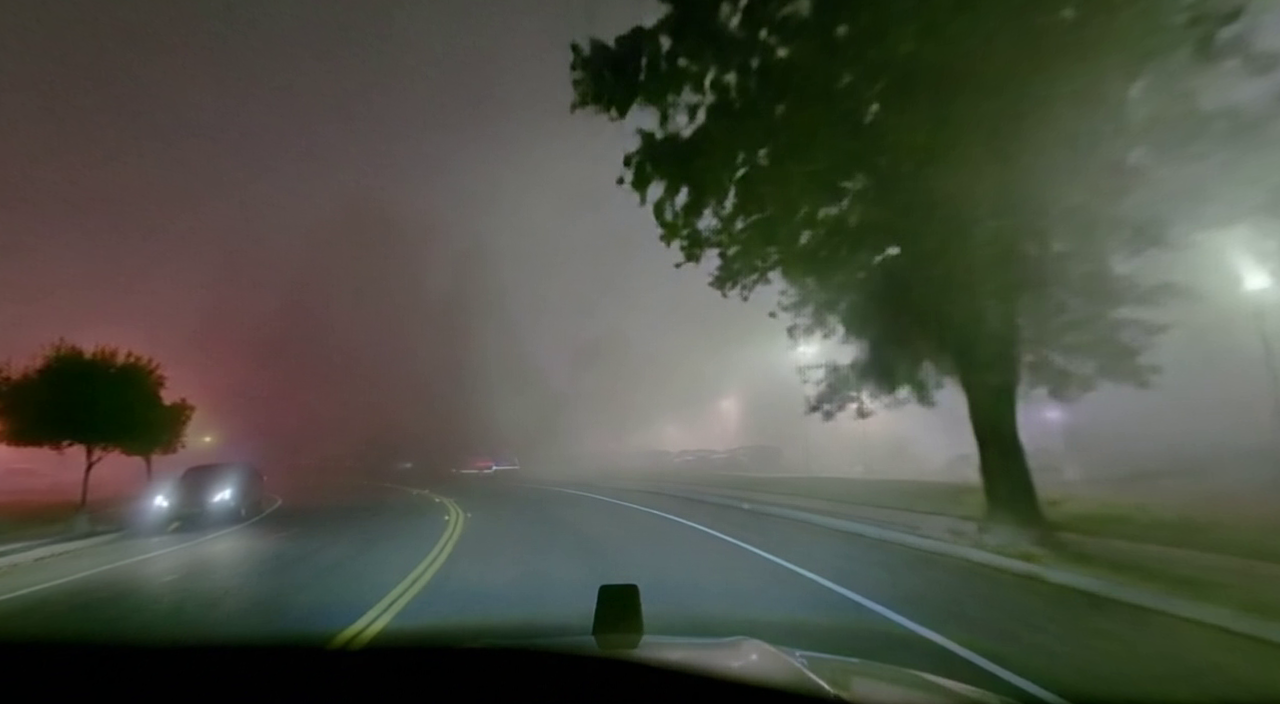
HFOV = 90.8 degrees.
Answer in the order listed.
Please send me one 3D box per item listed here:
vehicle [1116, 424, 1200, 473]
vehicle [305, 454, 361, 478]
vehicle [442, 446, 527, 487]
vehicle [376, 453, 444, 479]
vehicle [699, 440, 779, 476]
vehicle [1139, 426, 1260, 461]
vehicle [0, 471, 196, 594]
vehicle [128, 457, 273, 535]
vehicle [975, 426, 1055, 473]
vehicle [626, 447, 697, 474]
[{"bbox_3d":[18.406,3.400,22.396,3.526,1.412,1.647,4,-12,-43],"label":"vehicle"},{"bbox_3d":[-23.491,8.674,48.308,4.686,1.731,2.055,-7,-11,41],"label":"vehicle"},{"bbox_3d":[-8.285,5.975,33.372,2.042,1.817,5.202,7,-10,-42],"label":"vehicle"},{"bbox_3d":[-14.929,7.343,40.832,4.611,1.519,2.053,-7,-11,40],"label":"vehicle"},{"bbox_3d":[5.518,5.784,34.878,2.229,1.723,4.372,-7,-9,44],"label":"vehicle"},{"bbox_3d":[29.284,4.839,33.177,4.506,1.623,1.928,-10,-14,42],"label":"vehicle"},{"bbox_3d":[-8.606,2.219,7.288,2.772,1.161,7.241,-1,-7,-9],"label":"vehicle"},{"bbox_3d":[-11.286,3.641,16.678,2.206,1.537,4.946,0,-9,-24],"label":"vehicle"},{"bbox_3d":[15.415,3.972,25.847,1.900,1.711,4.666,-7,-11,40],"label":"vehicle"},{"bbox_3d":[1.326,6.512,38.025,2.036,1.517,4.225,-8,-12,42],"label":"vehicle"}]
